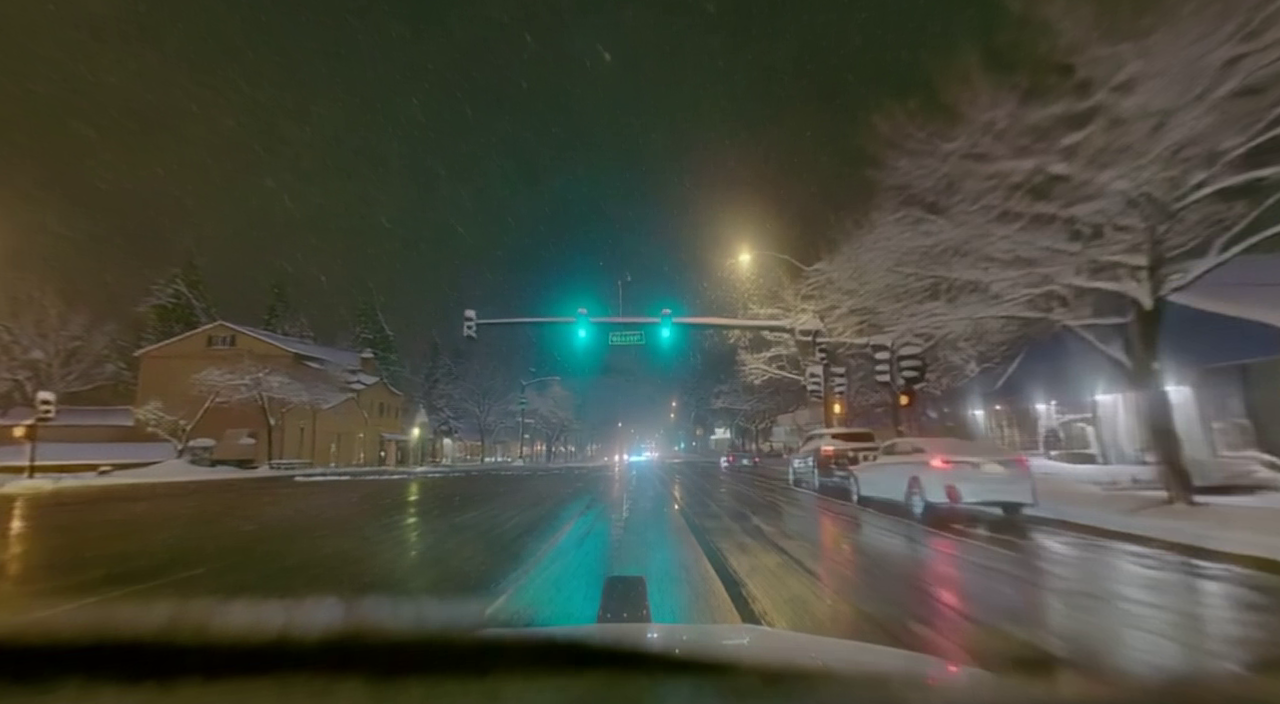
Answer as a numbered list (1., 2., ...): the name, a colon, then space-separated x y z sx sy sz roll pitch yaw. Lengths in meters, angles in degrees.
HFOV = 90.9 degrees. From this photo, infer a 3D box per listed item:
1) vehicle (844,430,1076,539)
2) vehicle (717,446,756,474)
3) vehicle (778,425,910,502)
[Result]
1. vehicle: 5.811 2.438 12.434 1.845 1.664 5.285 0 -9 0
2. vehicle: 6.228 6.996 41.113 1.955 1.679 3.890 0 -8 0
3. vehicle: 5.970 3.324 19.305 2.182 2.019 5.247 0 -8 -1
